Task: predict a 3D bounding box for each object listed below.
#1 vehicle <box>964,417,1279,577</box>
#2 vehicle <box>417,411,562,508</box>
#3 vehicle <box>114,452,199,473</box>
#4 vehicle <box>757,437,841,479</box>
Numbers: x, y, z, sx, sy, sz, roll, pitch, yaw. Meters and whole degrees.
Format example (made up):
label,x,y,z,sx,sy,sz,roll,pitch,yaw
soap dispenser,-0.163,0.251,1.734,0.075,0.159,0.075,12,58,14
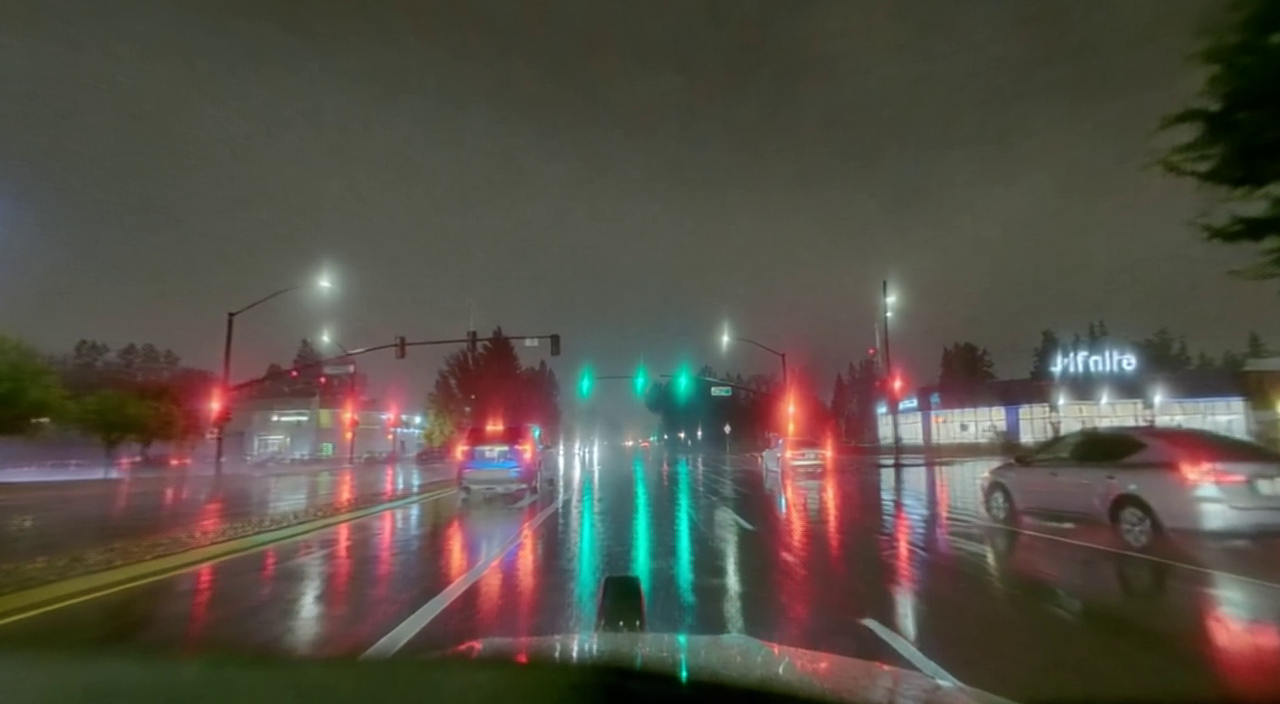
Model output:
label,x,y,z,sx,sy,sz,roll,pitch,yaw
vehicle,6.753,1.760,8.635,2.014,1.539,4.852,0,-8,-1
vehicle,-3.289,2.500,15.094,2.313,1.883,5.016,0,-8,-1
vehicle,-35.882,8.192,46.969,4.733,1.500,1.814,0,-8,-1
vehicle,6.138,4.146,25.034,1.972,1.476,4.775,0,-8,-2
